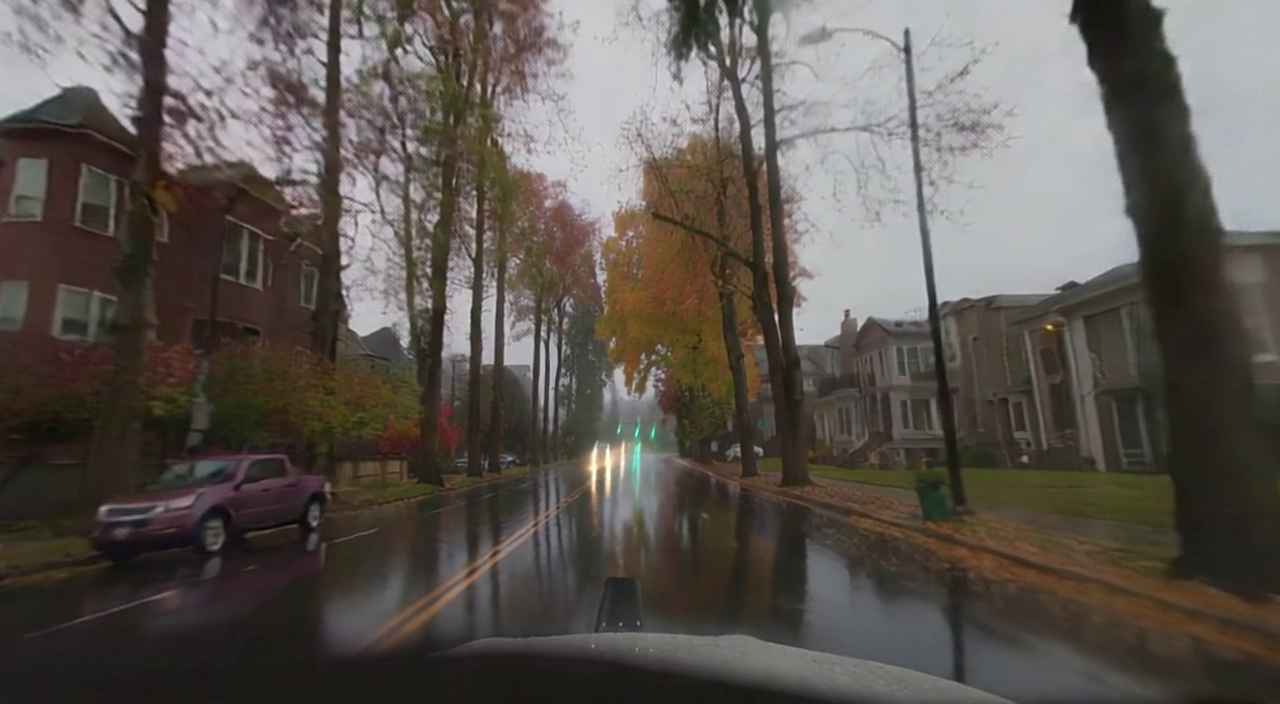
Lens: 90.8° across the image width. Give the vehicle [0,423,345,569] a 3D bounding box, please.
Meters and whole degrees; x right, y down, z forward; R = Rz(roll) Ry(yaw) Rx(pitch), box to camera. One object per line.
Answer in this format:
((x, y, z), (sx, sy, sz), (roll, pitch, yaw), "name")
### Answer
((-7.292, 2.311, 10.737), (2.129, 1.730, 5.544), (-2, -10, -3), "vehicle")
